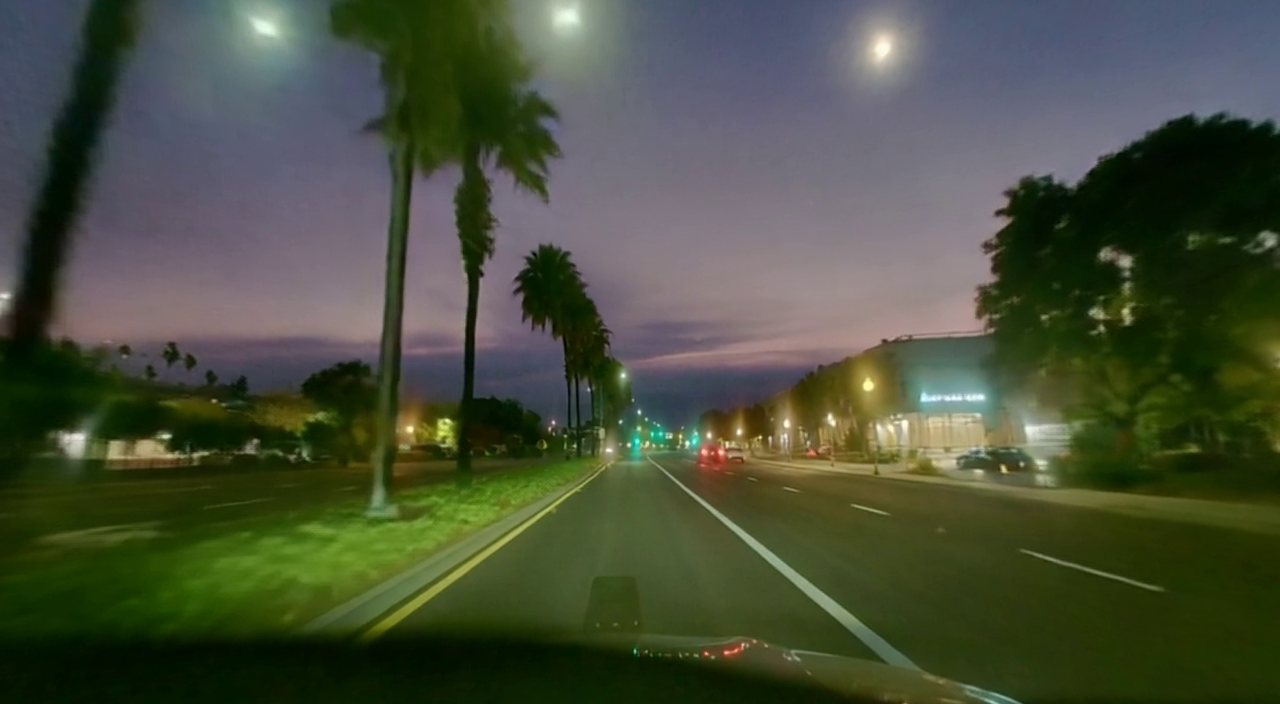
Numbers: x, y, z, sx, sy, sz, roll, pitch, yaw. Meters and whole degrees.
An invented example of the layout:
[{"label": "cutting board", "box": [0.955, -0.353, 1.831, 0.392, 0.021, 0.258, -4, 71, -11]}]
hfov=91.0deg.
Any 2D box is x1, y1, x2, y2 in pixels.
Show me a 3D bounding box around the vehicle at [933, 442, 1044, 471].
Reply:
[{"label": "vehicle", "box": [17.724, 5.322, 32.147, 4.526, 1.429, 1.815, 0, -8, 2]}]
